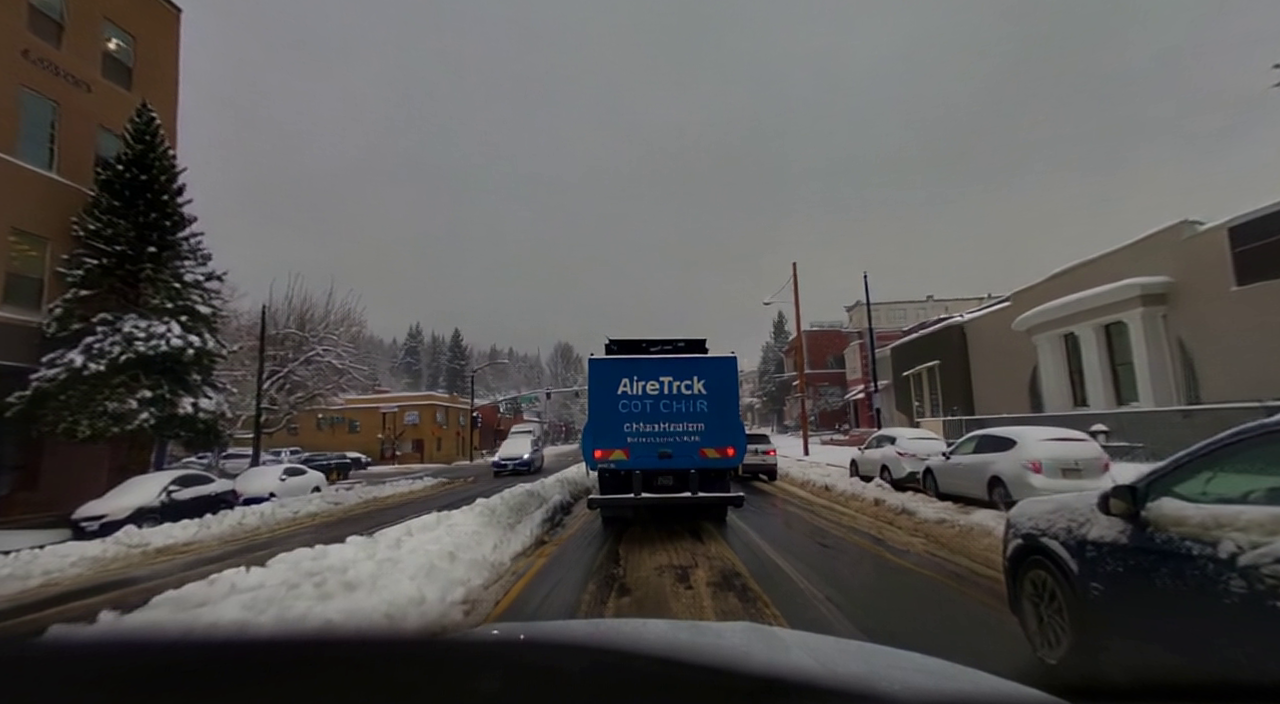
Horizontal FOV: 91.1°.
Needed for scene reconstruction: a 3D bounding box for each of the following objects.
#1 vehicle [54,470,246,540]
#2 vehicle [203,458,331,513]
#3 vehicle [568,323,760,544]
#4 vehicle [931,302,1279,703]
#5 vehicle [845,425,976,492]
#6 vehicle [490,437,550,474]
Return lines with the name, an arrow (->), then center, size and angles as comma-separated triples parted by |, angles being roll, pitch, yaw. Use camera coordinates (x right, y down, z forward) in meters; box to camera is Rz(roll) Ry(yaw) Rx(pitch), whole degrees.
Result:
vehicle -> -13.479, 4.188, 17.711 | 1.901, 1.508, 4.405 | 0, -8, -1
vehicle -> -13.365, 4.759, 22.881 | 1.943, 1.682, 4.365 | 0, -8, 0
vehicle -> 0.216, 1.500, 11.446 | 2.517, 2.926, 6.177 | 0, -8, -2
vehicle -> 3.393, 0.789, 2.754 | 2.104, 1.786, 4.498 | 0, -8, 1
vehicle -> 7.587, 3.029, 18.164 | 1.946, 1.680, 4.270 | 0, -8, 1
vehicle -> -5.958, 5.211, 31.687 | 2.046, 1.711, 4.320 | 0, -8, 1
